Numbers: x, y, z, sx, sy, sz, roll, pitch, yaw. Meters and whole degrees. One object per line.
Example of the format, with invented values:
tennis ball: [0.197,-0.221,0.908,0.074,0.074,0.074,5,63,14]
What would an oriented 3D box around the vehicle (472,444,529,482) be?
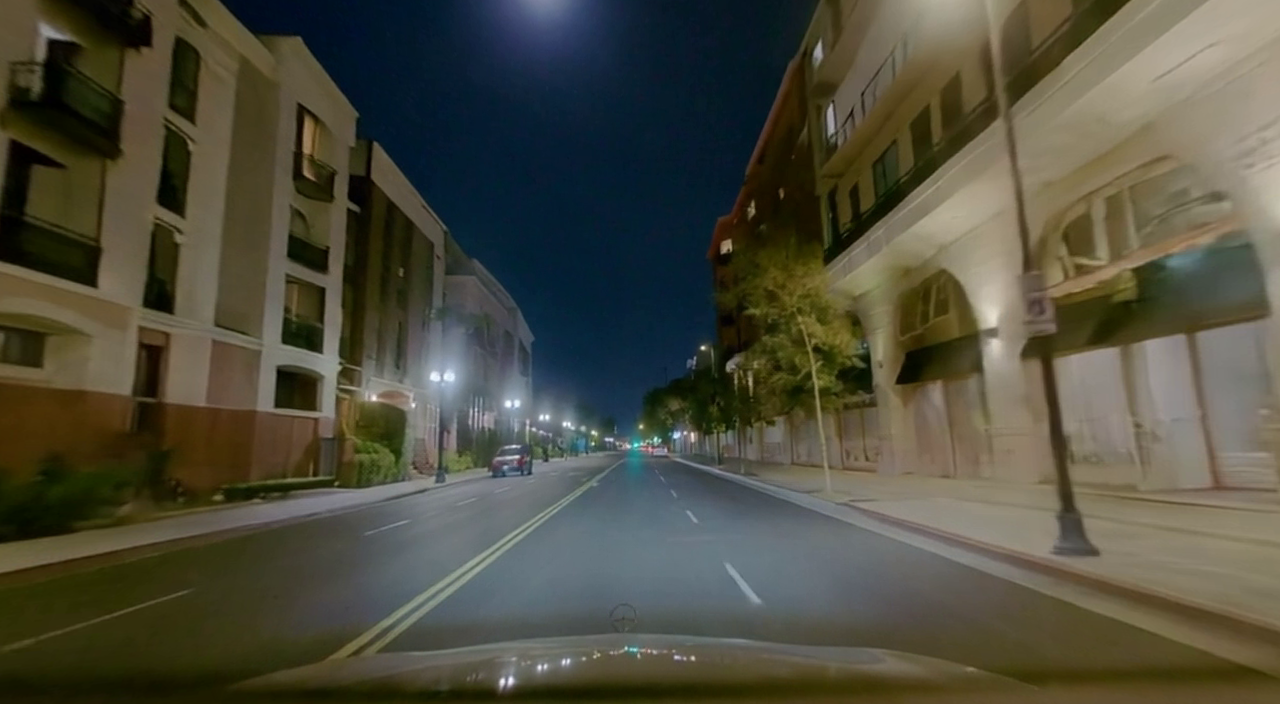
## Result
vehicle: [-6.892,5.504,31.618,1.946,1.640,4.430,-2,-9,-1]
